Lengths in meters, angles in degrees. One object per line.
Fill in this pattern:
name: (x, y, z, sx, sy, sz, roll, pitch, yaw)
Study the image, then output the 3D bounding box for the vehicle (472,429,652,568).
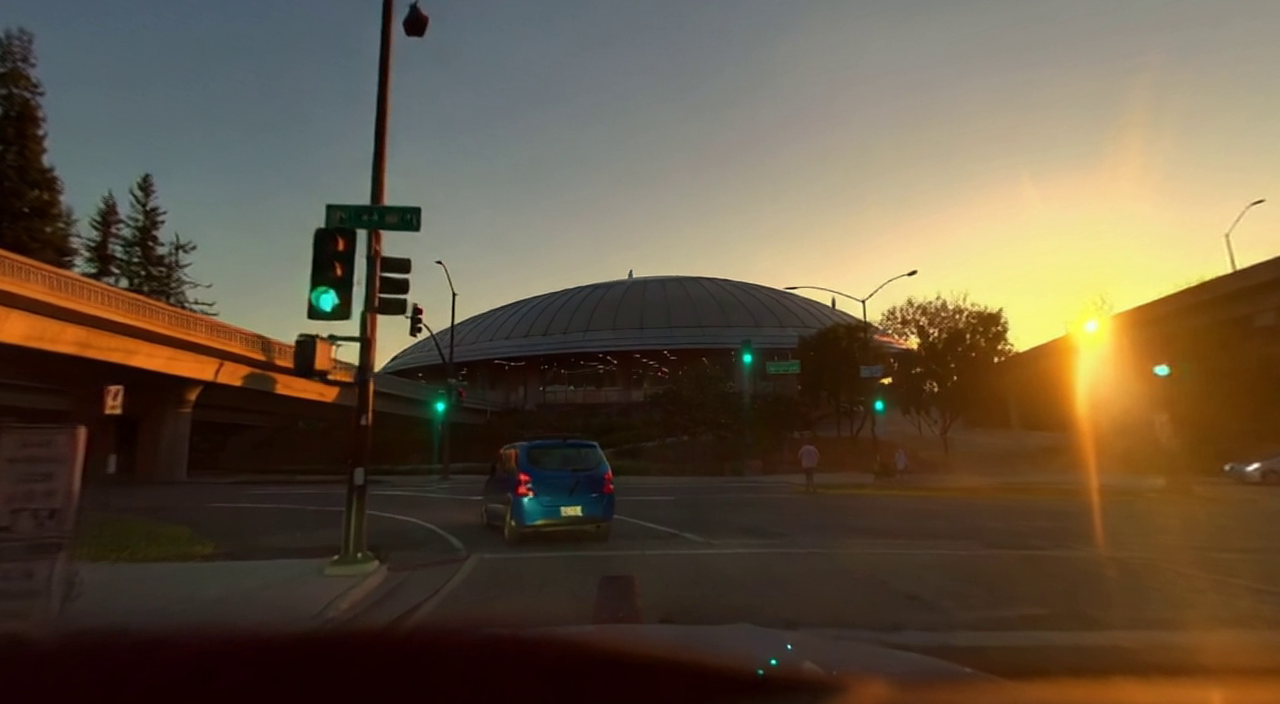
vehicle: (-1.363, 2.023, 9.442, 1.976, 1.584, 3.772, 3, -9, -17)
